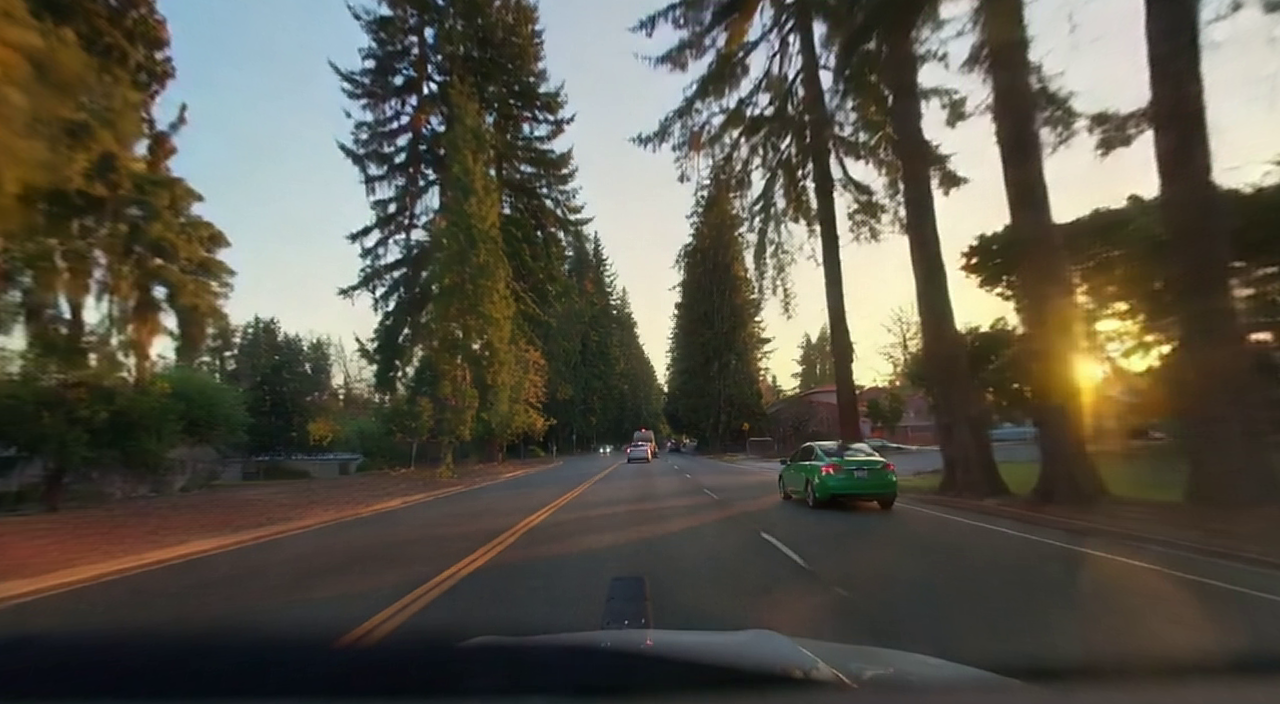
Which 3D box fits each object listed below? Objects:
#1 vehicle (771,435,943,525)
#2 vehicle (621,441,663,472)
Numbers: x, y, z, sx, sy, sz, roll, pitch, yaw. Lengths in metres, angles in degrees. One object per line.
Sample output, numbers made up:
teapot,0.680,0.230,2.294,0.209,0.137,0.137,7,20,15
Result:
vehicle,4.157,2.476,12.995,1.943,1.471,4.515,-1,-8,0
vehicle,0.152,5.944,36.152,2.206,1.525,4.695,-1,-8,1
